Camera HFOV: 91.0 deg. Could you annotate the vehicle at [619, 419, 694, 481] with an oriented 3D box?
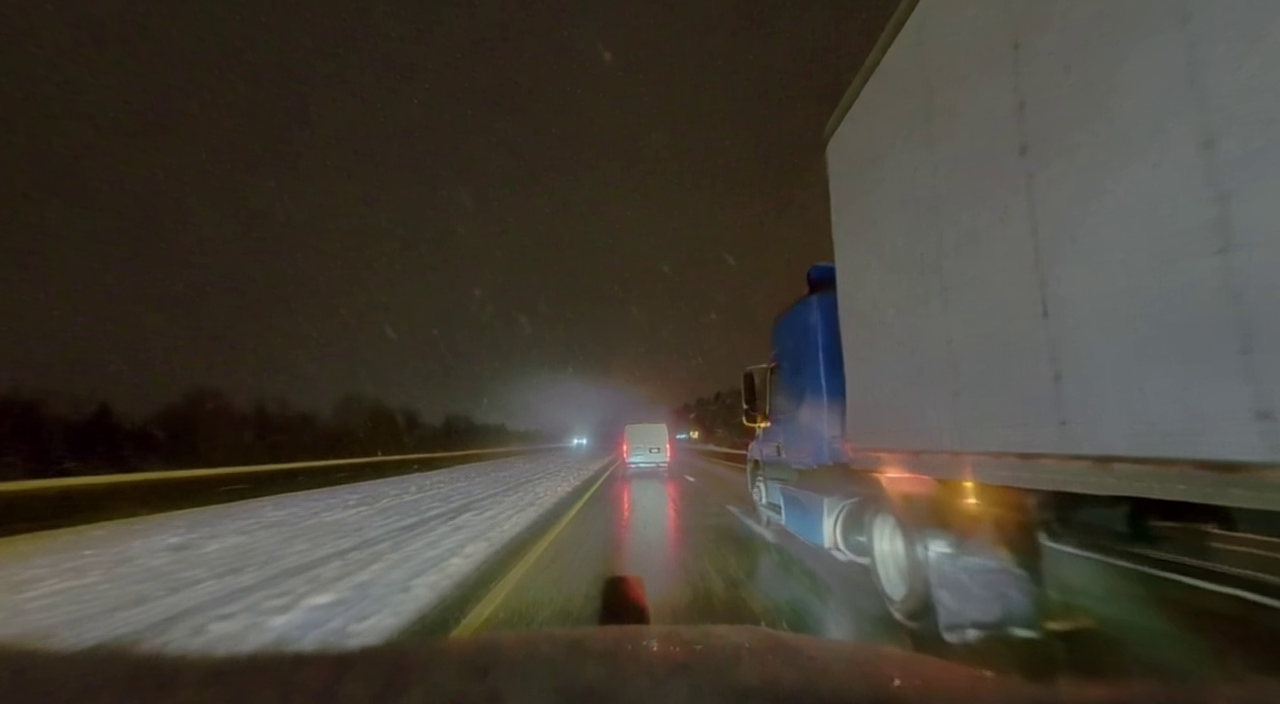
[{"bbox_3d":[0.606,3.561,23.136,2.469,2.027,4.554,0,-8,2],"label":"vehicle"}]
